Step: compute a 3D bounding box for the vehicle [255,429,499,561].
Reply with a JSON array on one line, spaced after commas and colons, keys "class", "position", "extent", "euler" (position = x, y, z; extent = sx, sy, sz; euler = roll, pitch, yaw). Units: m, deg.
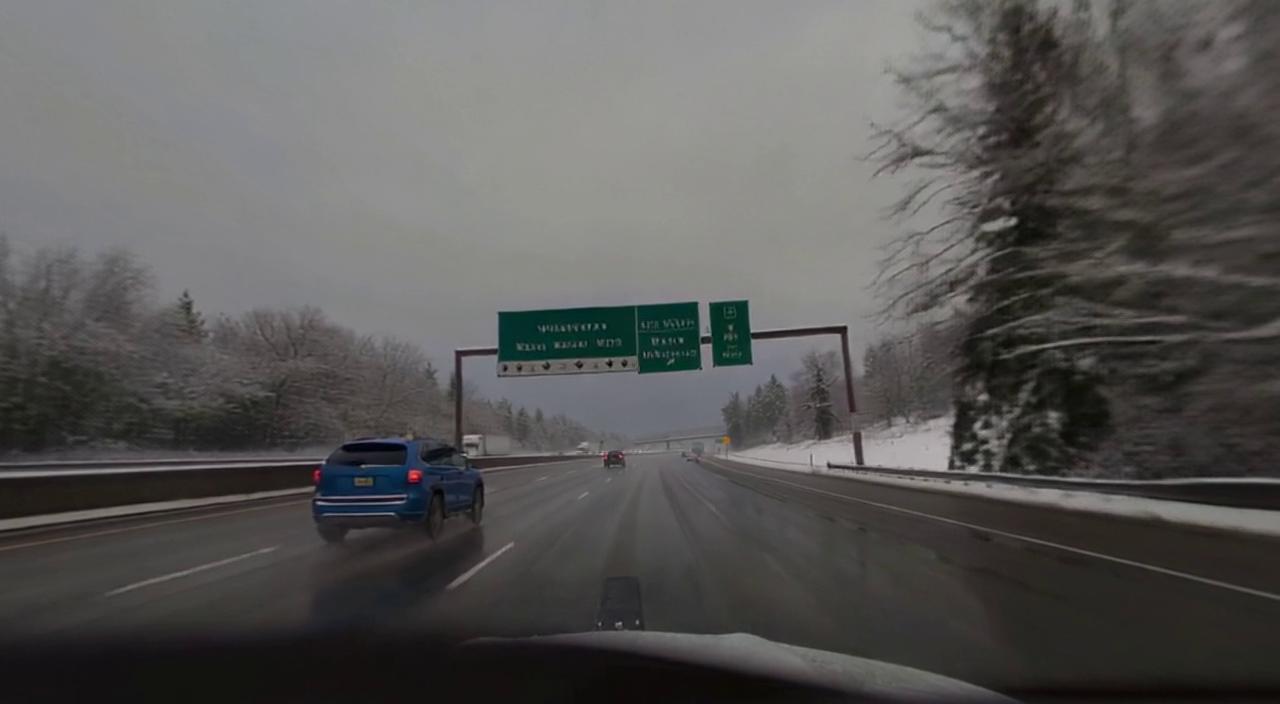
[{"class": "vehicle", "position": [-3.752, 2.097, 9.998], "extent": [2.016, 1.623, 4.126], "euler": [0, -9, 1]}]
